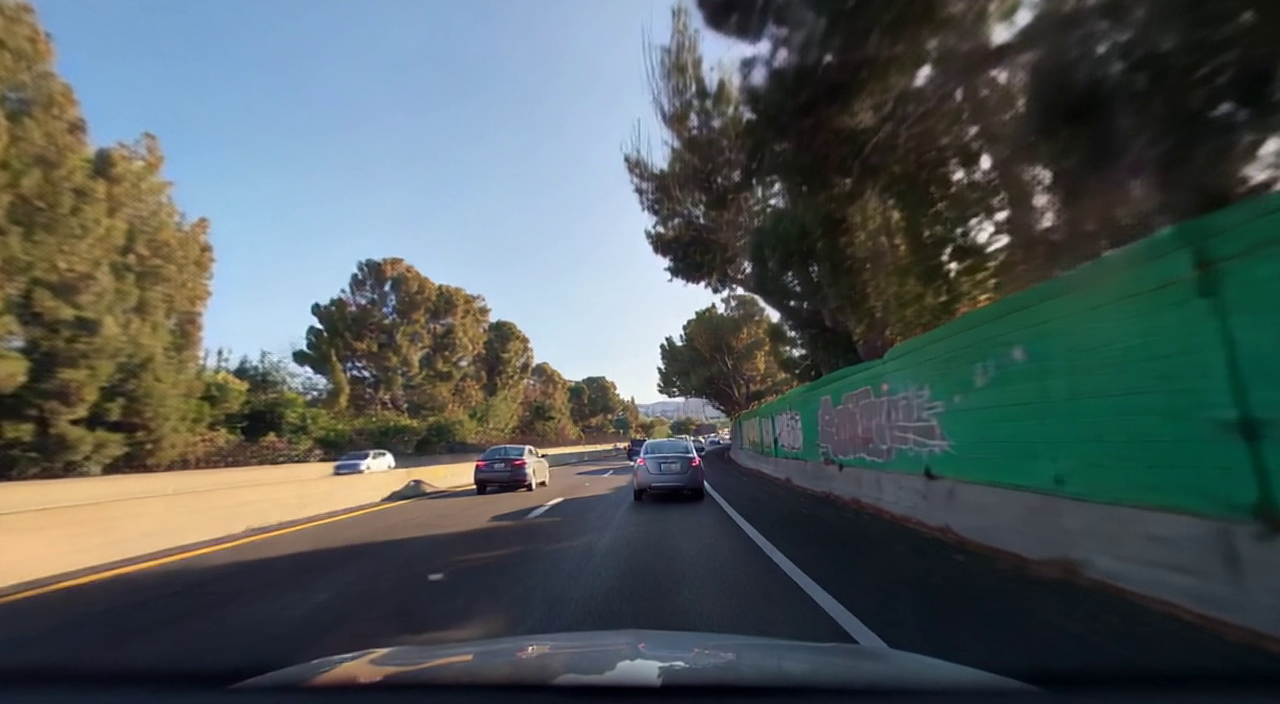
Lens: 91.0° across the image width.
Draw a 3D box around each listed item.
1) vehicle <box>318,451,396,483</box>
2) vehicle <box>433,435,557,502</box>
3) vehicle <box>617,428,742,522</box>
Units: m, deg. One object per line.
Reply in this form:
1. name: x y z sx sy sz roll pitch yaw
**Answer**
1. vehicle: -14.614 5.949 32.814 1.993 1.515 4.243 0 -8 2
2. vehicle: -3.536 2.923 16.268 2.059 1.471 4.152 0 -8 2
3. vehicle: 0.686 2.328 12.441 2.077 1.533 3.854 0 -8 1
